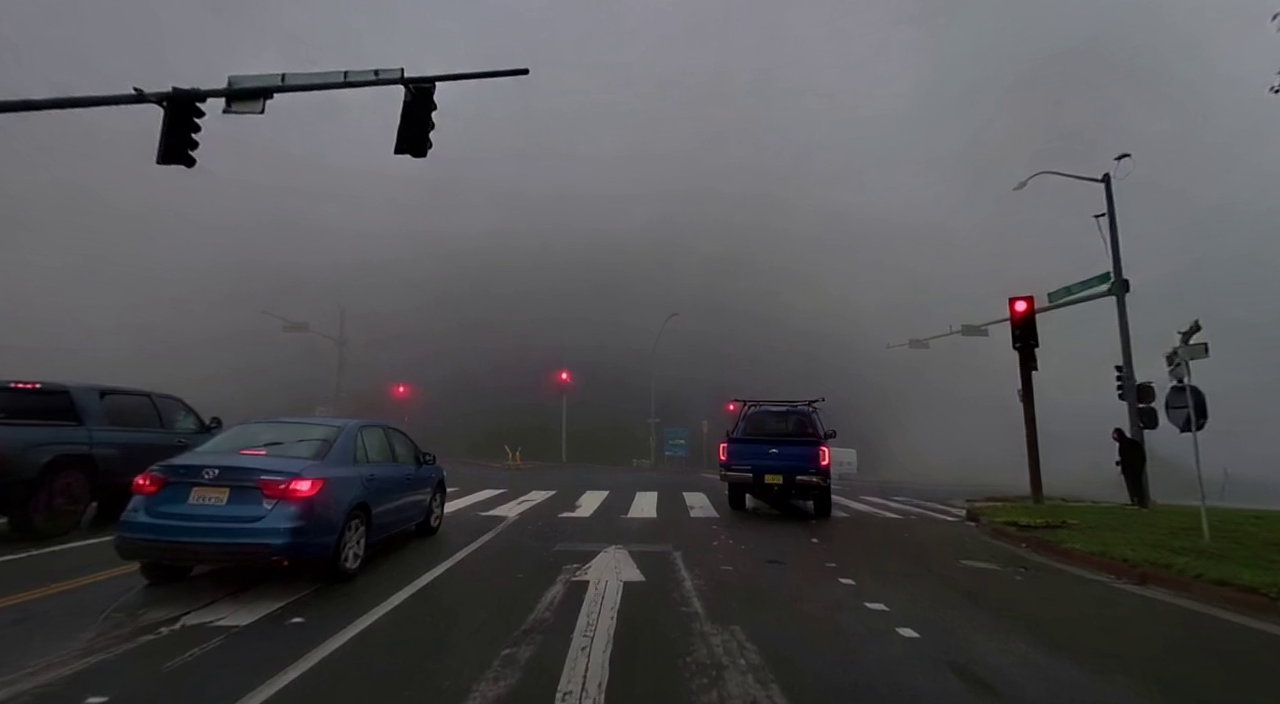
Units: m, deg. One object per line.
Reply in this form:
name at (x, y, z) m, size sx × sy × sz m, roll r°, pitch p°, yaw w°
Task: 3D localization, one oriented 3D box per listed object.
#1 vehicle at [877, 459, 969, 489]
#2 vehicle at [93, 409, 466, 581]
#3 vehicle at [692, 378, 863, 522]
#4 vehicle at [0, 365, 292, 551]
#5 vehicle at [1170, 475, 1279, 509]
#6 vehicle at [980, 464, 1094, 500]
vehicle at (16.641, 7.175, 37.169) m, size 4.537 × 1.608 × 1.827 m, roll 0°, pitch -8°, yaw 2°
vehicle at (-3.804, 1.590, 7.852) m, size 1.913 × 1.491 × 4.547 m, roll 0°, pitch -8°, yaw 0°
vehicle at (2.963, 2.119, 13.836) m, size 2.851 × 2.400 × 5.978 m, roll -2°, pitch -9°, yaw 12°
vehicle at (-7.143, 1.368, 8.418) m, size 2.068 × 1.772 × 4.944 m, roll 0°, pitch -8°, yaw 1°
vehicle at (29.614, 7.006, 31.645) m, size 4.322 × 1.522 × 1.795 m, roll 0°, pitch -8°, yaw -1°
vehicle at (20.205, 6.610, 32.208) m, size 4.356 × 1.498 × 1.957 m, roll -4°, pitch -8°, yaw 4°
